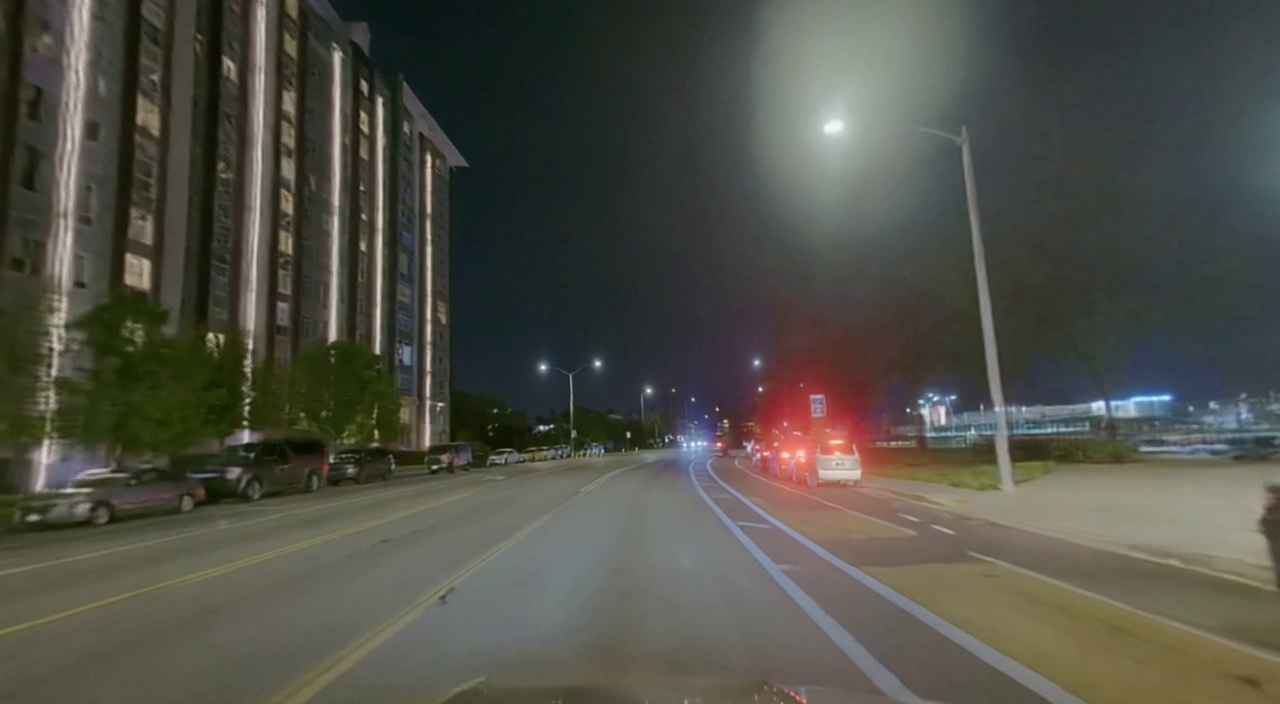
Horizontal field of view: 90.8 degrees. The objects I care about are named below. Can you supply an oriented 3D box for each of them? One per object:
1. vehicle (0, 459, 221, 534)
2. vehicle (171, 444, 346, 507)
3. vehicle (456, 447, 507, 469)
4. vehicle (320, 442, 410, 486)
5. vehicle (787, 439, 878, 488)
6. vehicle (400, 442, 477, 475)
[{"bbox_3d":[-12.443,3.330,15.117,1.723,1.418,4.359,-1,-8,2],"label":"vehicle"},{"bbox_3d":[-12.619,4.070,21.561,2.290,1.799,5.801,-1,-8,1],"label":"vehicle"},{"bbox_3d":[-11.063,7.423,44.381,1.829,1.449,4.713,-2,-9,8],"label":"vehicle"},{"bbox_3d":[-12.533,5.103,29.150,2.001,1.836,4.471,-1,-8,1],"label":"vehicle"},{"bbox_3d":[6.481,3.793,21.822,1.947,1.487,4.549,-1,-8,3],"label":"vehicle"},{"bbox_3d":[-11.974,6.365,38.075,2.137,1.835,5.833,-1,-8,6],"label":"vehicle"}]
